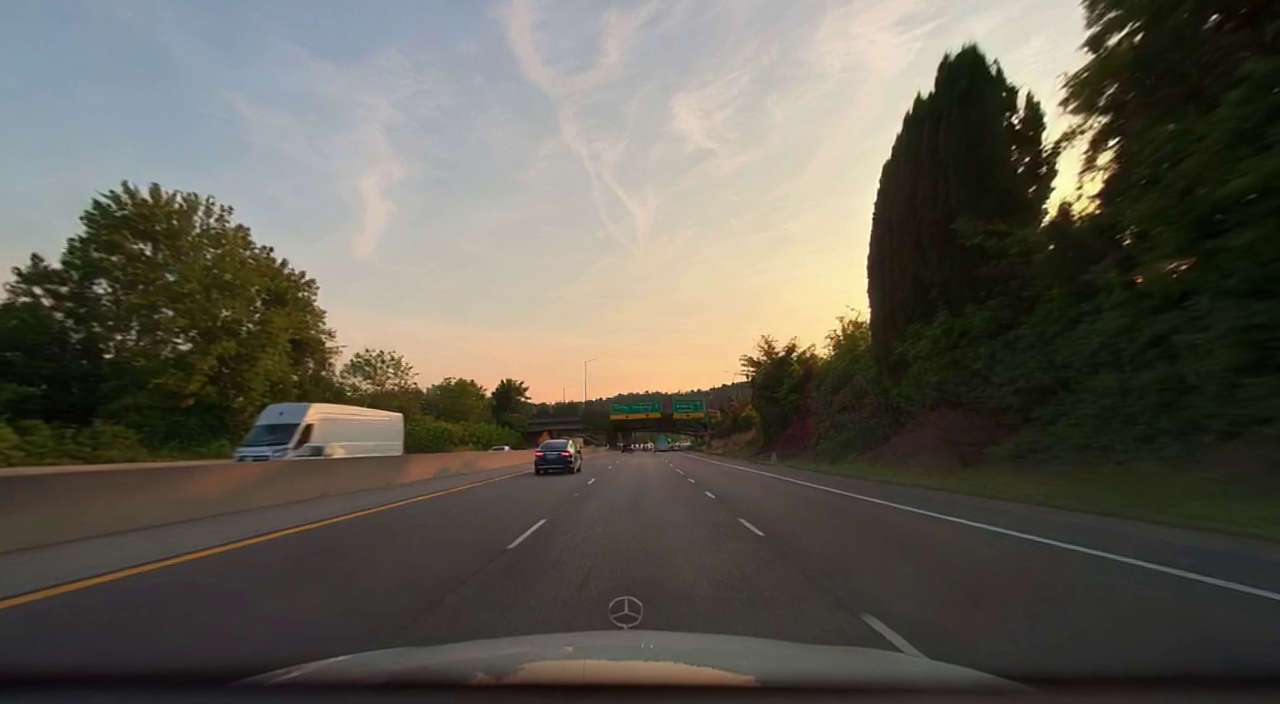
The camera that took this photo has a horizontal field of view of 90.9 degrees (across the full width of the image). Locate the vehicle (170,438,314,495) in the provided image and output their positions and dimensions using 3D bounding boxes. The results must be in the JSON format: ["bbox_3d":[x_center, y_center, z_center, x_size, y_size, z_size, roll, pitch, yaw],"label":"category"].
[{"bbox_3d":[-15.002,4.316,24.225,2.090,1.914,5.158,0,-9,0],"label":"vehicle"}]

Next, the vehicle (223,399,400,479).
[{"bbox_3d":[-19.395,5.481,39.126,3.227,4.084,13.972,0,-9,1],"label":"vehicle"}]

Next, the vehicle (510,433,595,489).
[{"bbox_3d":[-2.787,3.596,20.995,2.183,1.662,3.968,0,-9,1],"label":"vehicle"}]
